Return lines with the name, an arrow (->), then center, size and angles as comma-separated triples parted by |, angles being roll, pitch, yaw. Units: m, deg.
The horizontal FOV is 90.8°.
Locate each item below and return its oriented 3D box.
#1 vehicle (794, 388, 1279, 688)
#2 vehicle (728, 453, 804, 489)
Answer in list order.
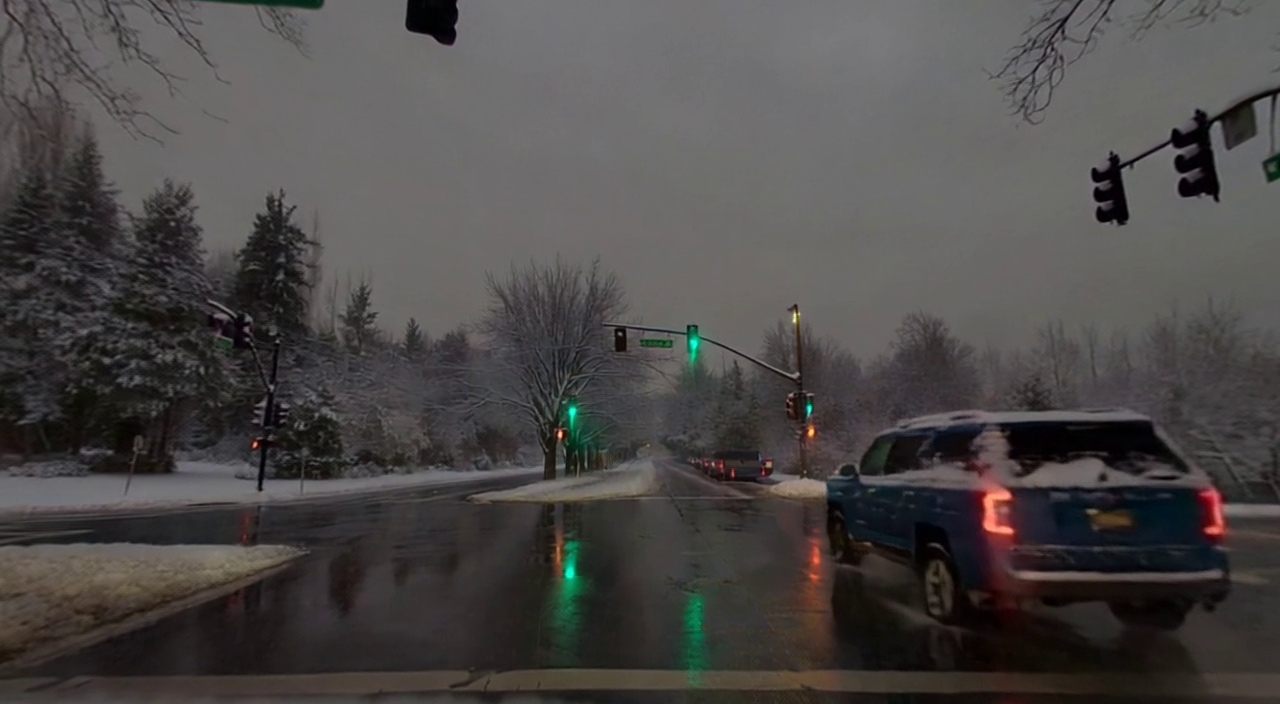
vehicle -> 3.184, 1.389, 5.986 | 2.140, 1.655, 4.786 | 0, -9, -1
vehicle -> 8.846, 8.444, 45.371 | 2.771, 2.214, 7.159 | 2, -9, -12
